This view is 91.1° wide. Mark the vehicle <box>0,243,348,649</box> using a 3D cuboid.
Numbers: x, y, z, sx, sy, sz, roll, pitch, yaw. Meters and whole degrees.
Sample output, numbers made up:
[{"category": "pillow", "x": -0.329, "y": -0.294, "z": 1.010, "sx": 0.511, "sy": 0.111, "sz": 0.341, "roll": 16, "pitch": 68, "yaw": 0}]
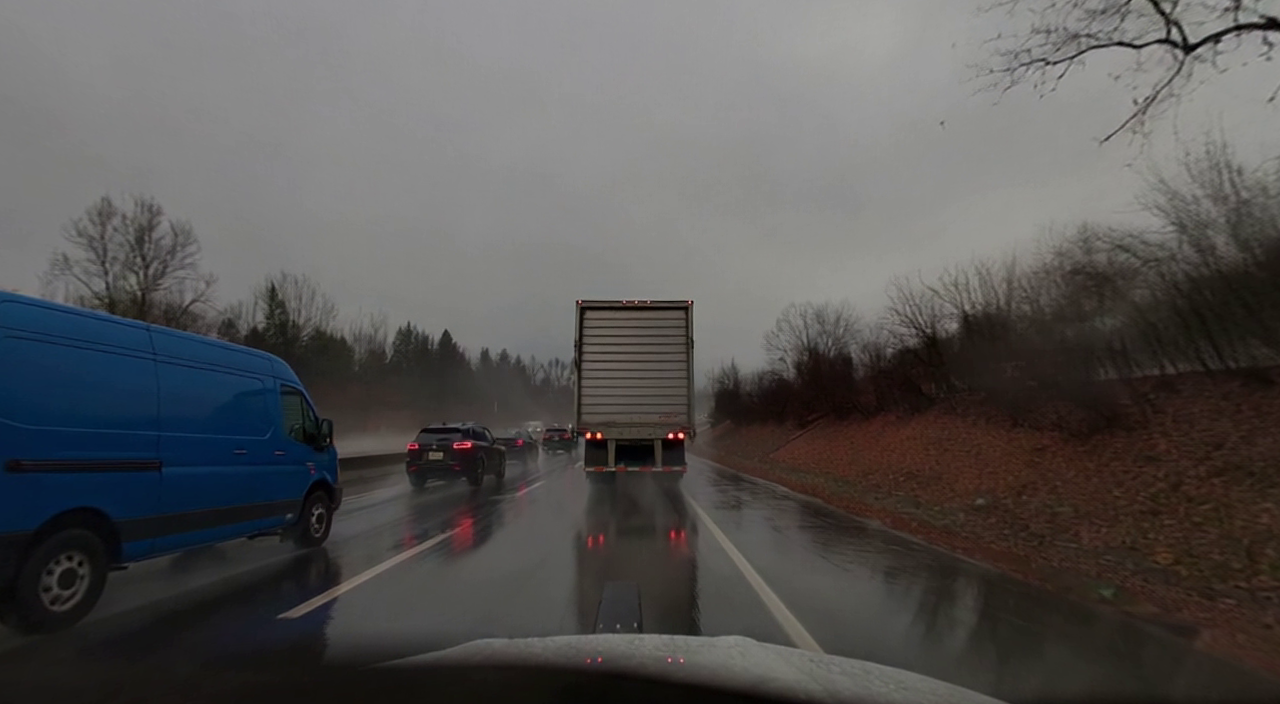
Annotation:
[{"category": "vehicle", "x": -5.240, "y": 0.836, "z": 5.756, "sx": 2.478, "sy": 2.515, "sz": 5.438, "roll": 0, "pitch": -8, "yaw": 0}]

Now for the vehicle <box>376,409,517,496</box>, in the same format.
[{"category": "vehicle", "x": -4.907, "y": 2.624, "z": 16.865, "sx": 2.168, "sy": 1.985, "sz": 4.952, "roll": 0, "pitch": -8, "yaw": 1}]

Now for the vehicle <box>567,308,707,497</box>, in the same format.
[{"category": "vehicle", "x": -0.054, "y": 1.716, "z": 18.456, "sx": 2.953, "sy": 4.041, "sz": 10.072, "roll": 0, "pitch": -8, "yaw": 0}]

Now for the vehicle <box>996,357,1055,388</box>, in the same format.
[{"category": "vehicle", "x": 28.784, "y": 1.591, "z": 47.103, "sx": 2.034, "sy": 1.625, "sz": 4.809, "roll": 8, "pitch": -6, "yaw": 10}]

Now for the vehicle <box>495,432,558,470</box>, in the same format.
[{"category": "vehicle", "x": -4.868, "y": 4.295, "z": 27.554, "sx": 1.931, "sy": 1.539, "sz": 4.441, "roll": 0, "pitch": -8, "yaw": 0}]
